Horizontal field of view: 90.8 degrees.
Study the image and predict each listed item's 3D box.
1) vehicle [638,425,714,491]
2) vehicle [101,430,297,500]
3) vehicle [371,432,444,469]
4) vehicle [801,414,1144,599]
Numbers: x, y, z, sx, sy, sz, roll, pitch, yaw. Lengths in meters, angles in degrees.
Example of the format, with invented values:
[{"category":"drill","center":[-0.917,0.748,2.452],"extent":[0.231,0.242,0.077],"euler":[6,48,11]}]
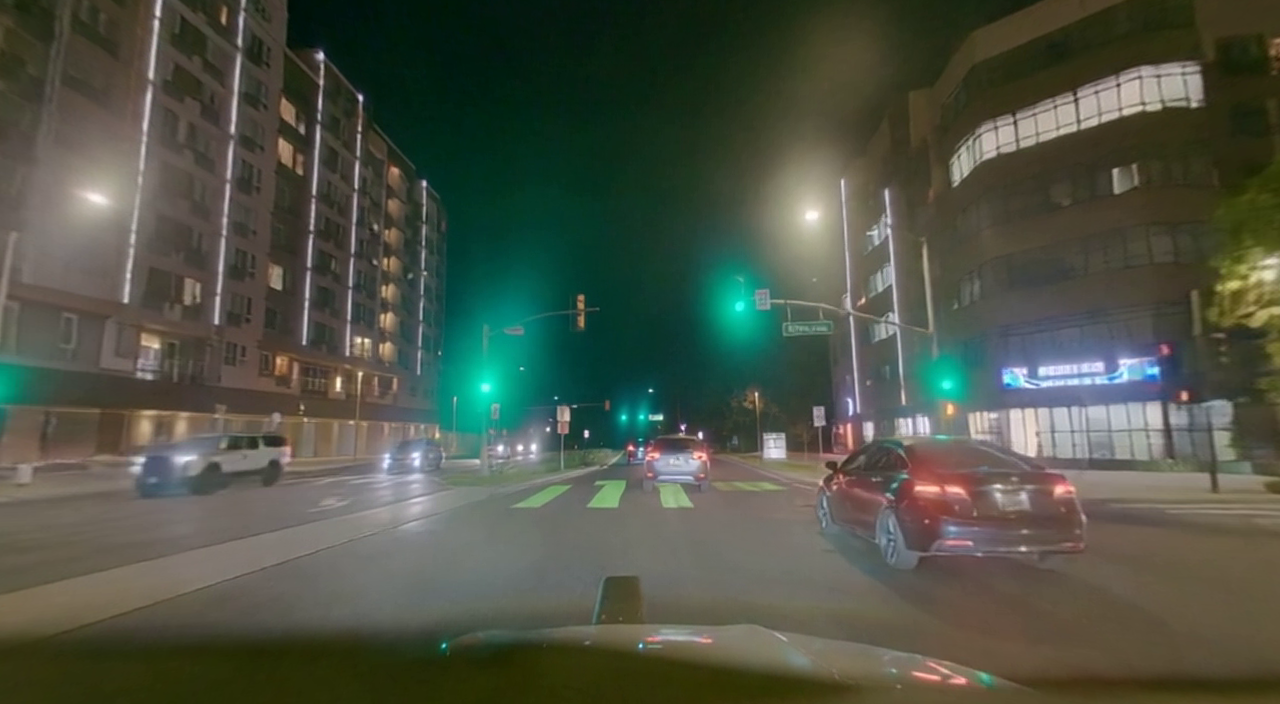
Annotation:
[{"category":"vehicle","center":[1.272,3.481,21.177],"extent":[2.206,1.858,5.332],"euler":[0,-8,5]},{"category":"vehicle","center":[-12.523,3.217,18.538],"extent":[1.964,1.712,5.236],"euler":[0,-8,0]},{"category":"vehicle","center":[-12.439,5.306,34.171],"extent":[2.076,1.836,4.847],"euler":[0,-8,0]},{"category":"vehicle","center":[3.461,1.665,7.695],"extent":[1.906,1.608,4.137],"euler":[0,-8,0]}]
